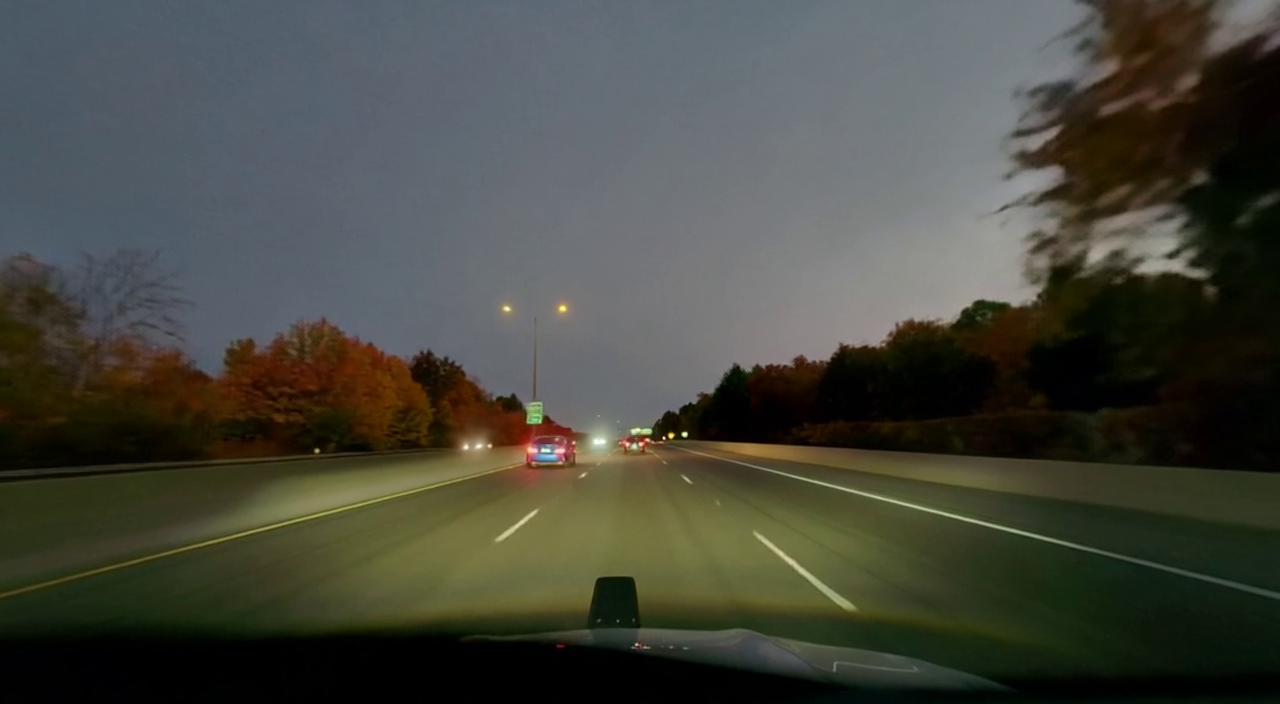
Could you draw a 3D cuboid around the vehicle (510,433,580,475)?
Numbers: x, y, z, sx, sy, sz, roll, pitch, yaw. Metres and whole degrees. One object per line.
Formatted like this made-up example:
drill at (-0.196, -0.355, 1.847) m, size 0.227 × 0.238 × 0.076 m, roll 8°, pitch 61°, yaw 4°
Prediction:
vehicle at (-3.646, 4.009, 24.983) m, size 2.103 × 1.507 × 4.367 m, roll 0°, pitch -8°, yaw 0°
